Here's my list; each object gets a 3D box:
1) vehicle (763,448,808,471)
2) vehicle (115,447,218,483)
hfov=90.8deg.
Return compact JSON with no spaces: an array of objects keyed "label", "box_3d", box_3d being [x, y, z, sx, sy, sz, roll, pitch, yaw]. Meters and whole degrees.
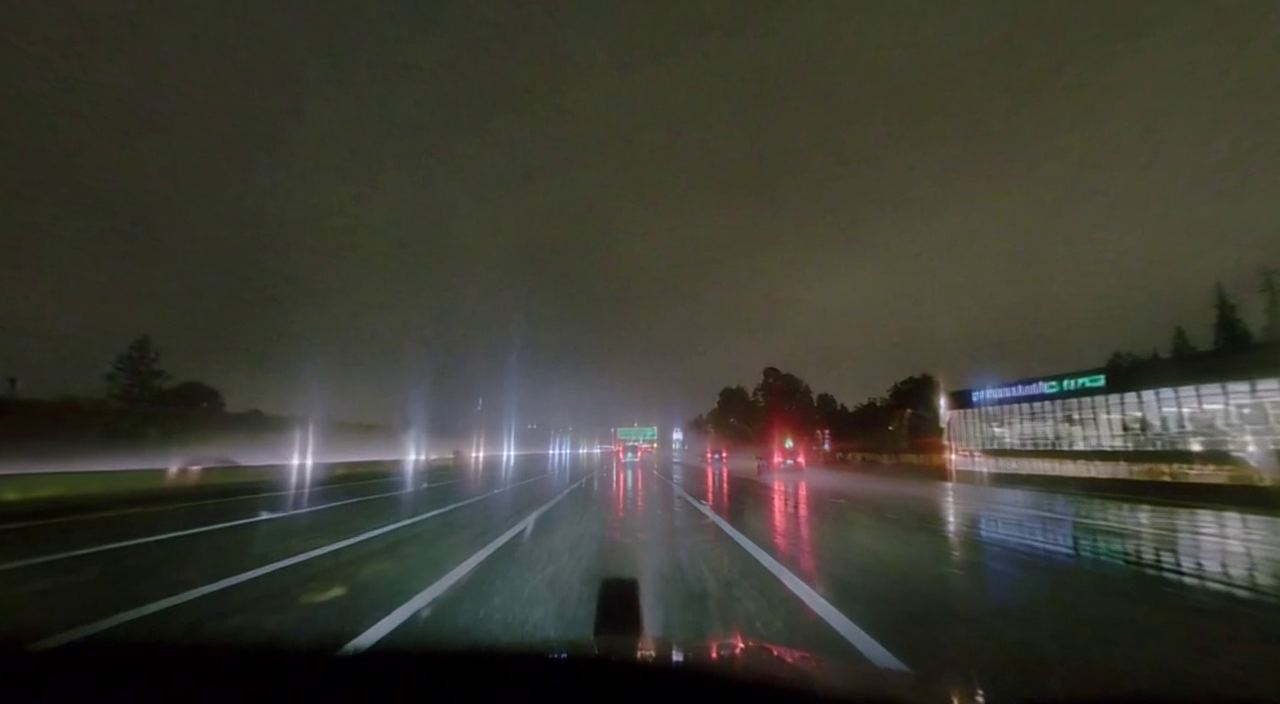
[{"label":"vehicle","box_3d":[10.022,7.415,43.842,1.953,1.473,4.512,0,-9,-2]},{"label":"vehicle","box_3d":[-23.241,5.510,31.256,1.825,1.553,4.332,0,-8,-2]}]
